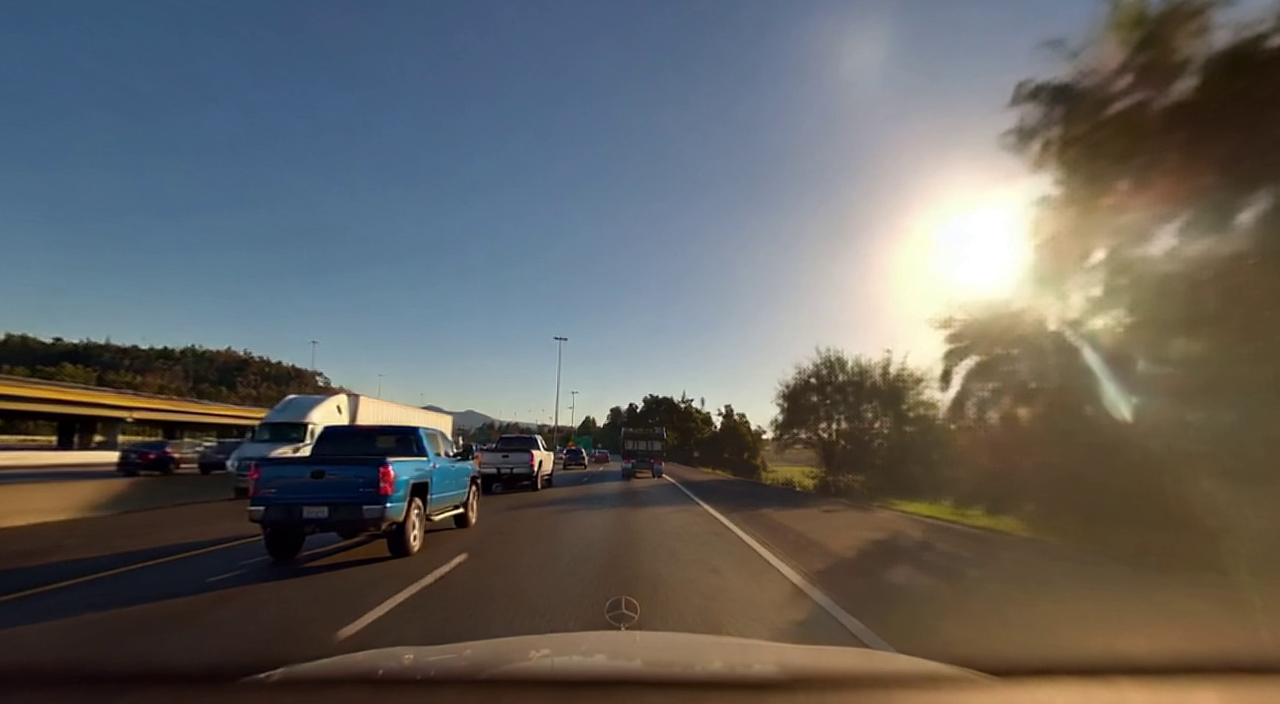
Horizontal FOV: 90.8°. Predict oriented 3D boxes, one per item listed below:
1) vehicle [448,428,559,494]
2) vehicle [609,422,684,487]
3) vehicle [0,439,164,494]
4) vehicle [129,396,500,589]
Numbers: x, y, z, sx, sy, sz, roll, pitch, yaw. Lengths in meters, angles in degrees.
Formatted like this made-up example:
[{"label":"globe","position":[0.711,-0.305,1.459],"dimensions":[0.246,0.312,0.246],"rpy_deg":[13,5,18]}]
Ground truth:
[{"label":"vehicle","position":[-4.473,3.705,21.892],"dimensions":[2.575,1.958,5.730],"rpy_deg":[0,-9,0]},{"label":"vehicle","position":[0.122,4.579,28.488],"dimensions":[2.886,2.471,7.692],"rpy_deg":[0,-9,-2]},{"label":"vehicle","position":[-18.795,3.791,21.206],"dimensions":[1.911,1.623,4.453],"rpy_deg":[-1,-9,4]},{"label":"vehicle","position":[-3.714,1.740,8.679],"dimensions":[2.303,1.835,5.044],"rpy_deg":[0,-9,1]}]
